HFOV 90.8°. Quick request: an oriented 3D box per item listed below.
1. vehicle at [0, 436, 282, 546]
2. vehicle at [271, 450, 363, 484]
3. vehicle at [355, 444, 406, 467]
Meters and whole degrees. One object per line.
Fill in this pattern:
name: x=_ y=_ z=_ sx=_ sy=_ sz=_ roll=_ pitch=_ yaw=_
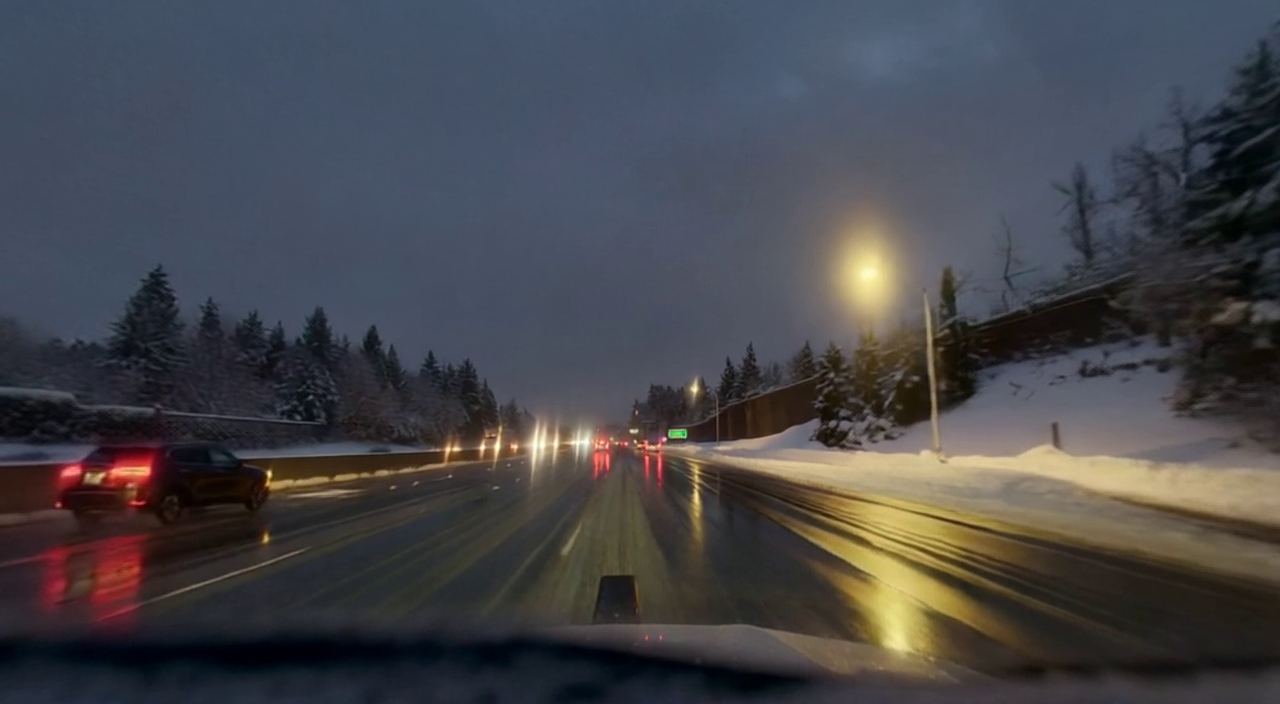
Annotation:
vehicle: x=-8.606 y=2.274 z=11.044 sx=2.060 sy=1.507 sz=4.494 roll=0 pitch=-9 yaw=-1
vehicle: x=-15.102 y=5.362 z=29.854 sx=2.106 sy=1.449 sz=4.299 roll=0 pitch=-9 yaw=-1
vehicle: x=-19.424 y=7.769 z=47.439 sx=2.003 sy=1.631 sz=4.445 roll=0 pitch=-9 yaw=-1
